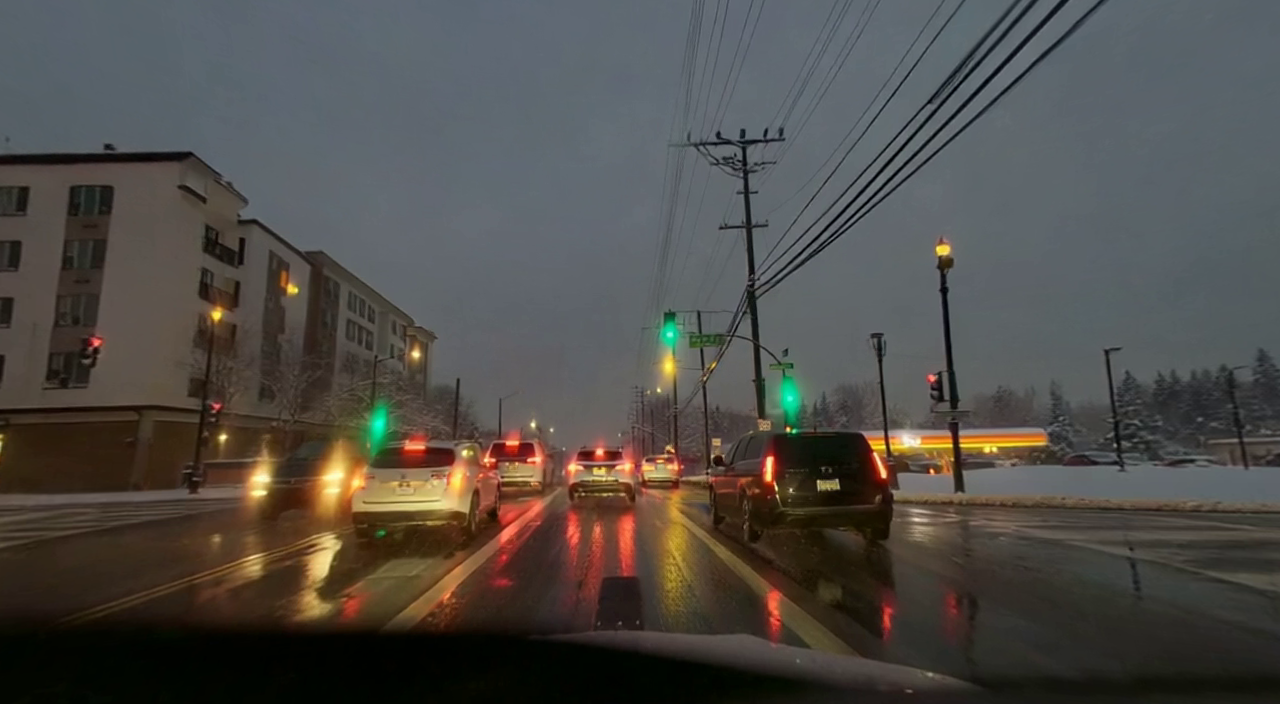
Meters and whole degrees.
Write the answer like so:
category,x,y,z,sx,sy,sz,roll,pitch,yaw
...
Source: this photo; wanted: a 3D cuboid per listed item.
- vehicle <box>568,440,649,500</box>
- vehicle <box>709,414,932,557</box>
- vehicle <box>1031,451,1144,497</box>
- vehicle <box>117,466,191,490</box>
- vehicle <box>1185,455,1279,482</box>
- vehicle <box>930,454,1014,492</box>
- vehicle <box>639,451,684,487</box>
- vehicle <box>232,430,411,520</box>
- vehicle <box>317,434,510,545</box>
category,x,y,z,sx,sy,sz,roll,pitch,yaw
vehicle,-0.862,3.244,17.794,1.999,1.487,3.939,0,-8,-2
vehicle,2.364,1.875,9.572,1.945,1.647,4.160,0,-8,-3
vehicle,20.238,5.493,28.813,1.878,1.680,4.244,-2,-7,-2
vehicle,-31.135,8.079,40.481,4.380,1.372,1.760,-6,-10,23
vehicle,35.345,6.817,37.204,4.573,1.474,2.080,0,-8,-3
vehicle,14.773,5.379,28.429,1.959,1.482,4.664,-2,-9,11
vehicle,1.068,6.208,33.830,1.953,1.687,4.094,0,-8,-4
vehicle,-7.064,2.749,14.656,2.069,1.735,4.240,0,-8,-3
vehicle,-3.492,2.162,10.710,1.932,1.458,4.330,0,-8,-4
